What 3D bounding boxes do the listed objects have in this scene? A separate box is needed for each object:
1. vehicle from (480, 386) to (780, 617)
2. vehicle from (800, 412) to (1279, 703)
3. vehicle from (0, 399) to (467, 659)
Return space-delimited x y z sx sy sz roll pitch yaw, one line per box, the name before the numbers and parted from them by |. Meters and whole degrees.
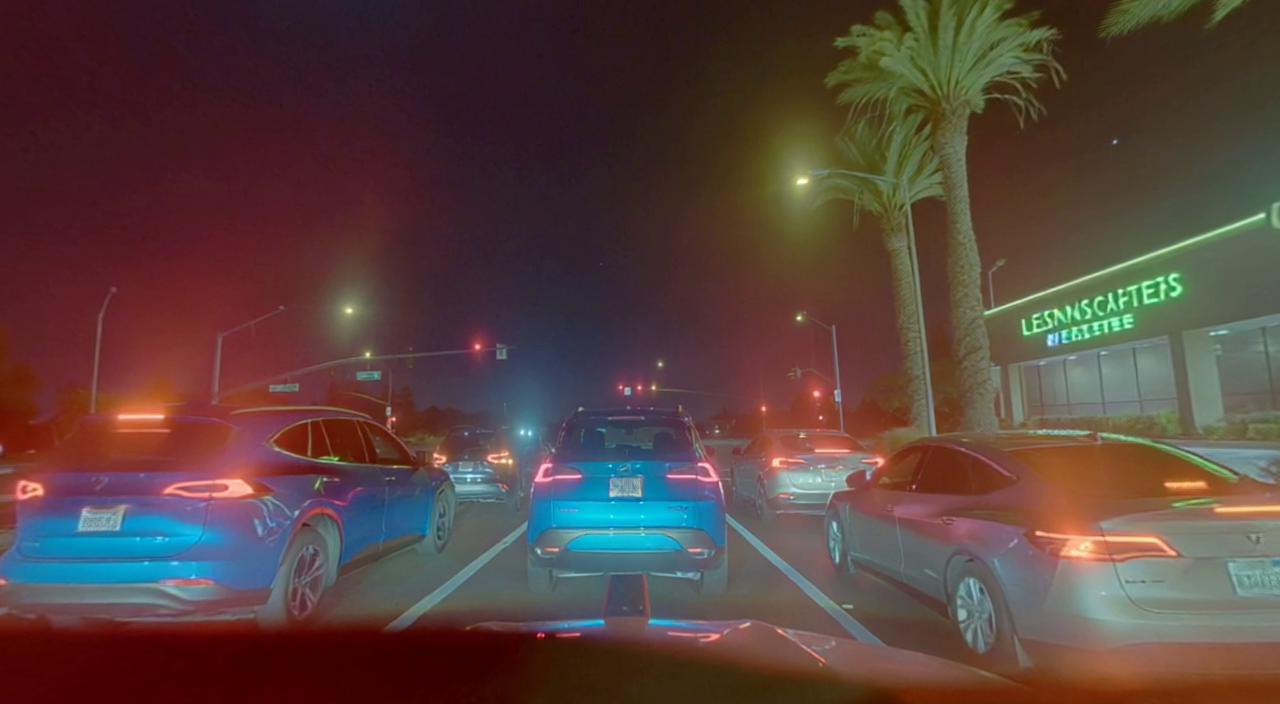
vehicle | -0.135 1.461 7.068 2.280 1.747 4.361 0 -8 -2
vehicle | 2.975 1.370 5.255 2.017 1.491 4.611 0 -8 -1
vehicle | -3.350 1.381 6.052 2.014 1.534 4.455 0 -8 1
